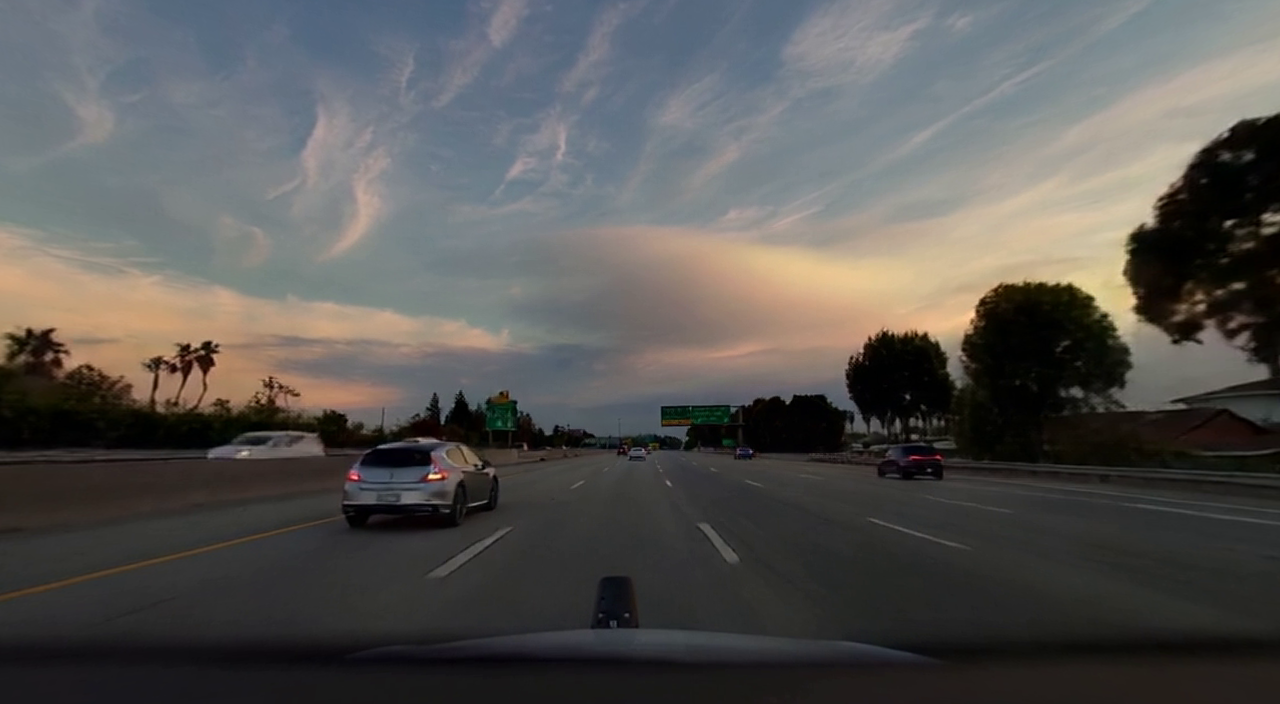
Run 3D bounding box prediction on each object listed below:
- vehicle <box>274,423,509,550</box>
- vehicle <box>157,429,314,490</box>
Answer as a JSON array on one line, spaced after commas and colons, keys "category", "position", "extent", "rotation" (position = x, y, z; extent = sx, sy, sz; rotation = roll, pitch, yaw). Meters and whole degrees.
[{"category": "vehicle", "position": [-3.679, 2.070, 10.480], "extent": [1.996, 1.617, 4.637], "rotation": [0, -8, 0]}, {"category": "vehicle", "position": [-13.647, 3.665, 21.805], "extent": [2.244, 1.862, 4.774], "rotation": [0, -8, 0]}]
